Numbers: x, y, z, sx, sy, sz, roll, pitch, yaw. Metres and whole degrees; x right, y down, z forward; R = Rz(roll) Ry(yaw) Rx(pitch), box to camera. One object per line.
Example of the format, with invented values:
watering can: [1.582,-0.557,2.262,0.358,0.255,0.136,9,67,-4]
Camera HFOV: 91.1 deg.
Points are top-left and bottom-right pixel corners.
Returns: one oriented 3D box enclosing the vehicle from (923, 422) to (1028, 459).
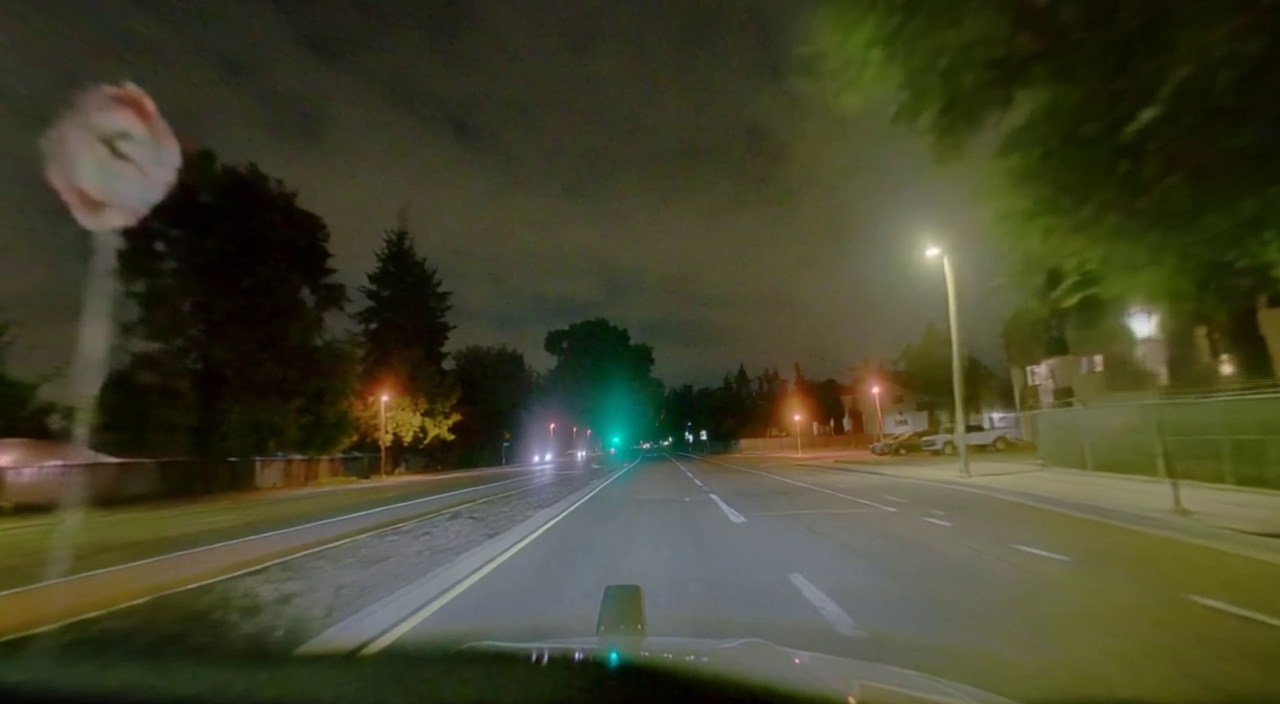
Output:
vehicle: [18.617,4.931,35.009,4.611,1.920,2.043,0,-8,-2]

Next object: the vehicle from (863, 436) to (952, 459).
vehicle: [18.244,6.542,42.935,5.126,1.469,2.009,-1,-8,0]
